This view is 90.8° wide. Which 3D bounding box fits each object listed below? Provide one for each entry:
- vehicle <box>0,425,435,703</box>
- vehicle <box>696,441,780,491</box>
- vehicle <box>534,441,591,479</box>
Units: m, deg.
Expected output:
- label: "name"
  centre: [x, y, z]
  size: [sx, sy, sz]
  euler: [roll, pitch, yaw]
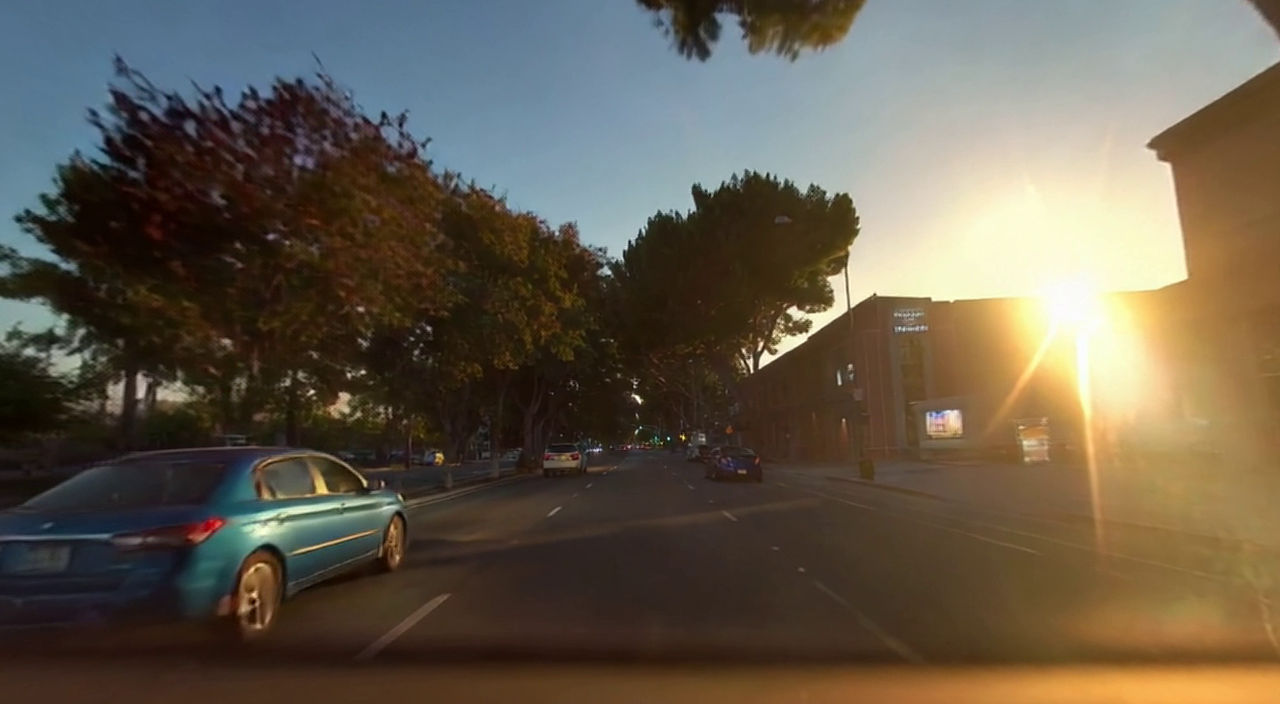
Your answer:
- label: "vehicle"
  centre: [-3.537, 1.444, 5.424]
  size: [2.060, 1.466, 4.387]
  euler: [0, -9, 0]
- label: "vehicle"
  centre: [3.209, 3.823, 21.585]
  size: [1.961, 1.482, 4.538]
  euler: [0, -9, -2]
- label: "vehicle"
  centre: [-3.692, 5.265, 30.989]
  size: [2.145, 1.694, 4.642]
  euler: [0, -9, 1]
